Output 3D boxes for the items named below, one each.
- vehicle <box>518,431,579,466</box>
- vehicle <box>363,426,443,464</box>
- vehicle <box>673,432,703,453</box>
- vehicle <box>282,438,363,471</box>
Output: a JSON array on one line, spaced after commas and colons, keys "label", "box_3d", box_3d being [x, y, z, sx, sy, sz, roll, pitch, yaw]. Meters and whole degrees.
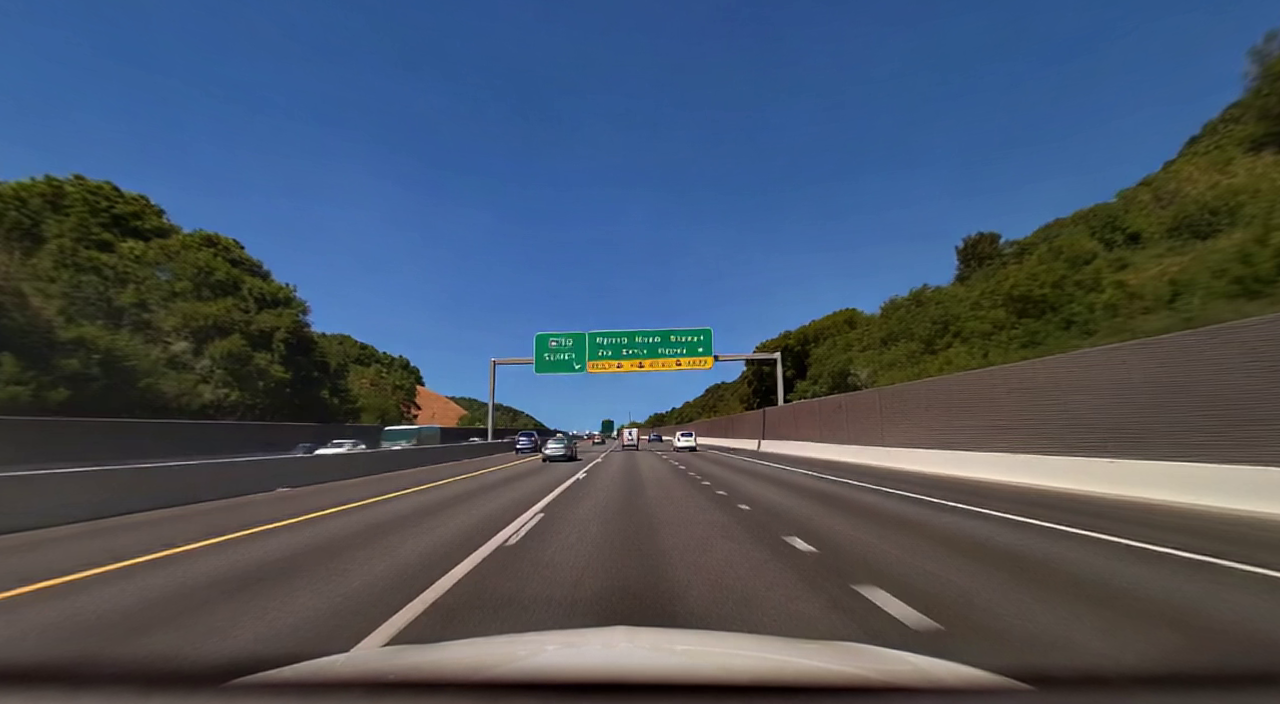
[{"label": "vehicle", "box_3d": [-4.100, 4.397, 29.014, 2.204, 1.486, 4.121, 0, -8, 0]}, {"label": "vehicle", "box_3d": [-11.664, 4.598, 31.392, 2.084, 1.737, 4.812, 0, -8, 0]}, {"label": "vehicle", "box_3d": [3.502, 6.663, 46.590, 1.806, 1.469, 3.681, 0, -8, -2]}, {"label": "vehicle", "box_3d": [-14.840, 4.766, 29.728, 1.842, 1.427, 3.837, 0, -8, -1]}]
